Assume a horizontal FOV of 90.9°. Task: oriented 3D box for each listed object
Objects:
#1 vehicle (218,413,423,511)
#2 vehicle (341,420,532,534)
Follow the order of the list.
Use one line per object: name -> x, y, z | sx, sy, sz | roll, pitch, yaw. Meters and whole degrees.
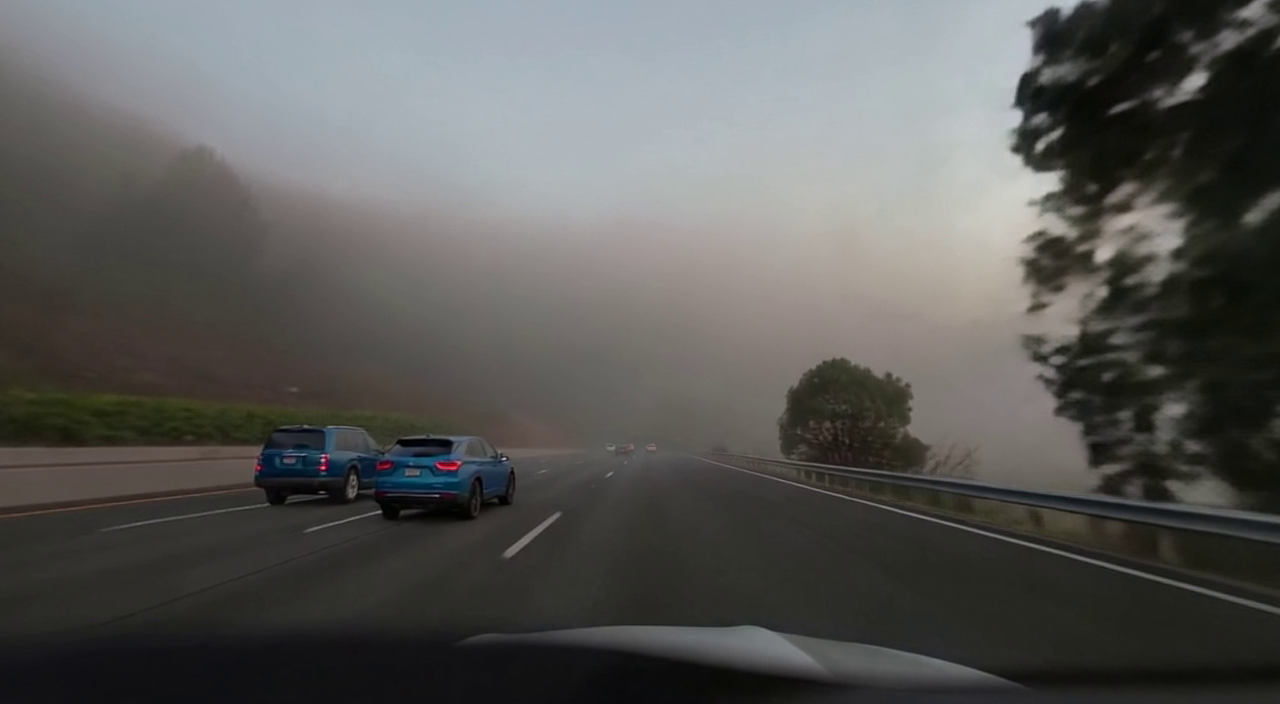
vehicle -> -7.209, 2.553, 15.045 | 2.151, 1.925, 4.945 | 0, -9, 1
vehicle -> -3.390, 2.179, 11.541 | 1.983, 1.663, 4.290 | 0, -9, 1
